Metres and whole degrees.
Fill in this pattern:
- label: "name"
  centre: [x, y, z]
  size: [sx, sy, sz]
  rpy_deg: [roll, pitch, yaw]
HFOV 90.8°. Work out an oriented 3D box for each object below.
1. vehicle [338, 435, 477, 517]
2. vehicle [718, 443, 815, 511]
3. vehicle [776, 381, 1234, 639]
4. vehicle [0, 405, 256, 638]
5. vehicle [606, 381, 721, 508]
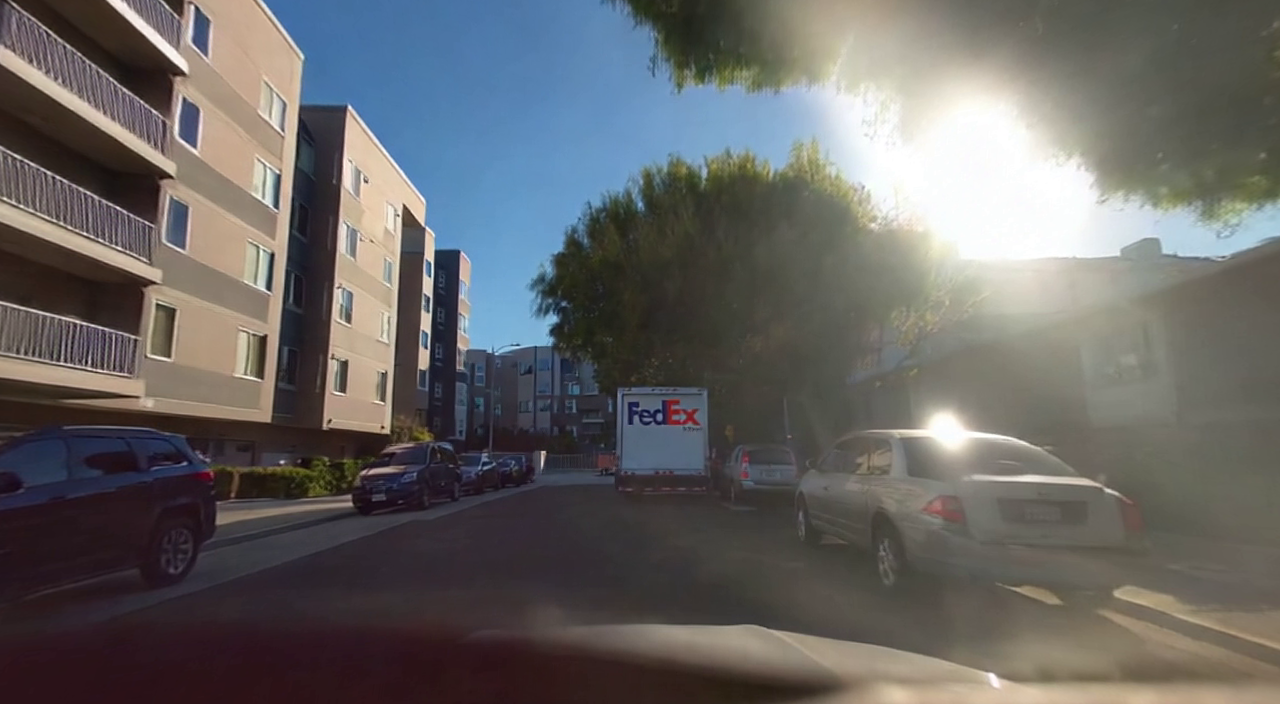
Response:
- label: "vehicle"
  centre: [-5.968, 3.204, 16.925]
  size: [2.020, 1.867, 4.654]
  rpy_deg: [0, -8, -1]
- label: "vehicle"
  centre: [3.308, 3.320, 17.287]
  size: [1.868, 1.623, 3.815]
  rpy_deg: [0, -9, 0]
- label: "vehicle"
  centre: [3.437, 1.631, 7.757]
  size: [2.221, 1.991, 5.564]
  rpy_deg: [0, -8, -1]
- label: "vehicle"
  centre: [-5.904, 1.432, 5.737]
  size: [2.089, 1.757, 4.256]
  rpy_deg: [0, -8, 1]
- label: "vehicle"
  centre: [0.533, 2.978, 20.439]
  size: [2.930, 3.275, 8.180]
  rpy_deg: [0, -8, -1]
